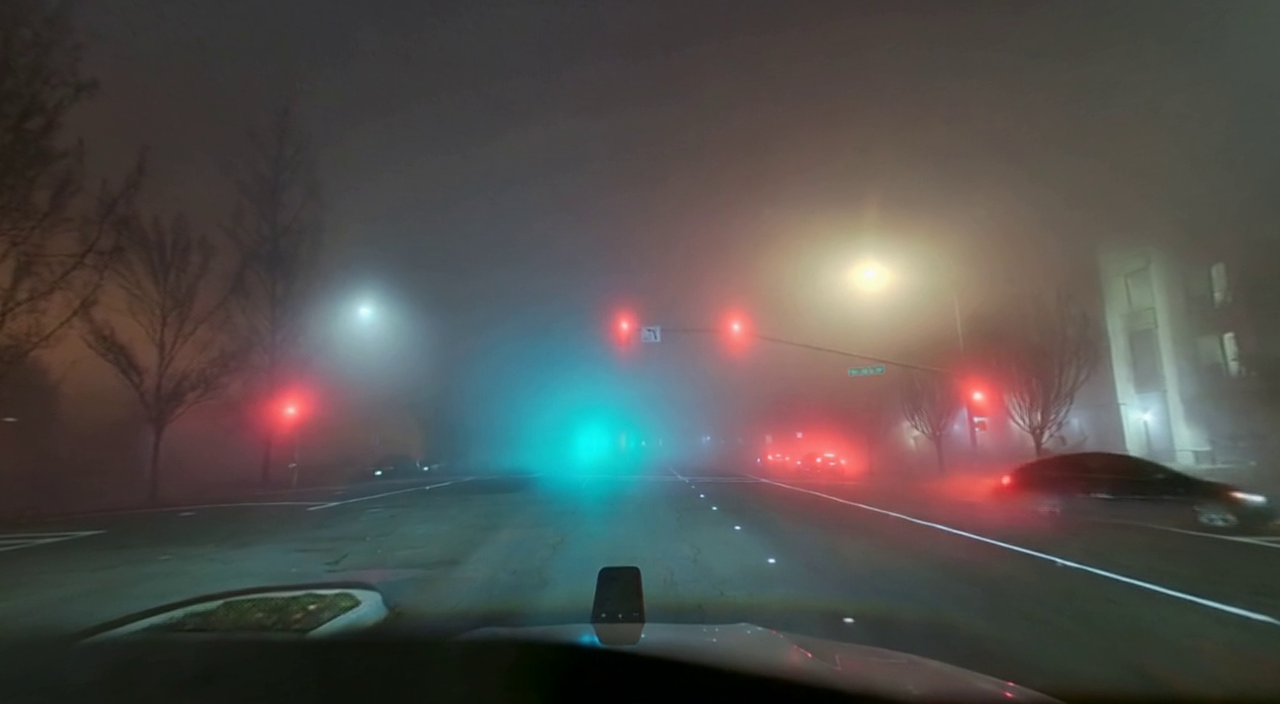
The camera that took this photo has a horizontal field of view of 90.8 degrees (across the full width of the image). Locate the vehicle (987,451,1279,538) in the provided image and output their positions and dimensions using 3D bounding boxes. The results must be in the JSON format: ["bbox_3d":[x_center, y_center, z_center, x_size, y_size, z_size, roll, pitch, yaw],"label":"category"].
[{"bbox_3d":[9.977,2.776,12.943,4.683,1.460,1.933,-7,-11,38],"label":"vehicle"}]

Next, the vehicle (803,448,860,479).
[{"bbox_3d":[12.667,7.373,42.180,2.181,1.876,4.723,0,-8,-2],"label":"vehicle"}]

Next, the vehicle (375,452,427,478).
[{"bbox_3d":[-16.910,7.994,44.837,2.075,1.708,4.335,0,-8,-2],"label":"vehicle"}]
